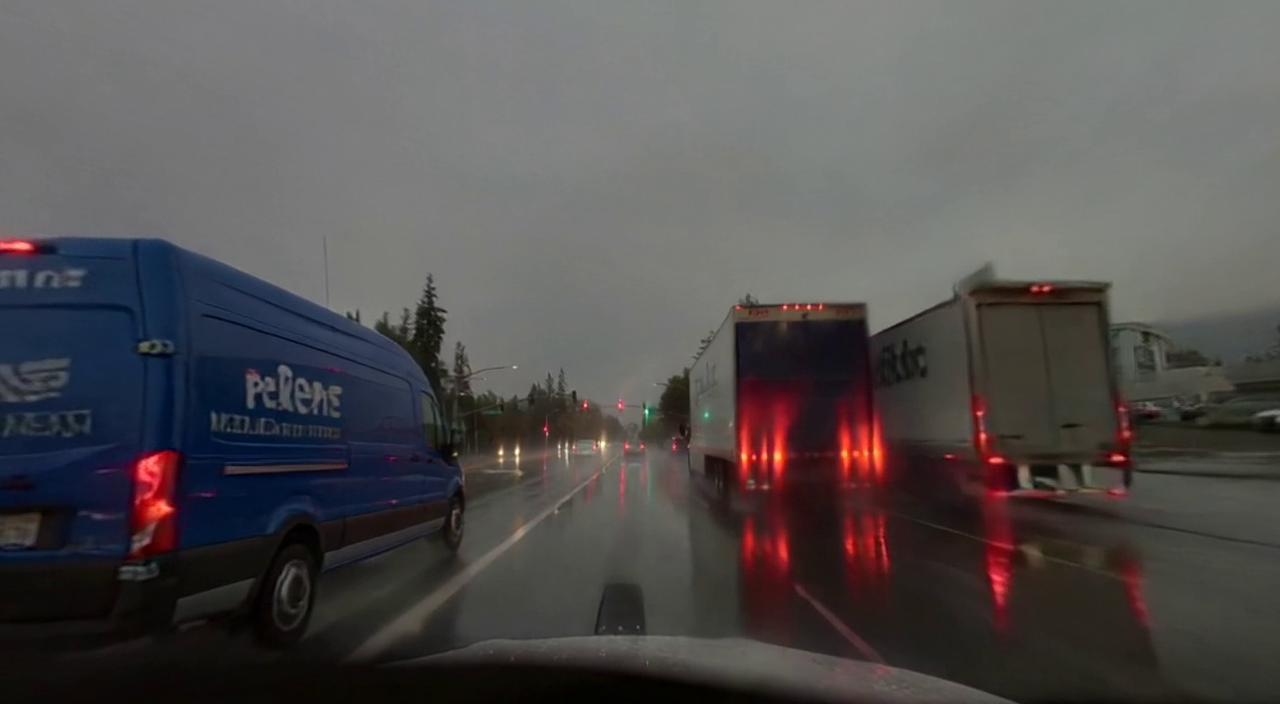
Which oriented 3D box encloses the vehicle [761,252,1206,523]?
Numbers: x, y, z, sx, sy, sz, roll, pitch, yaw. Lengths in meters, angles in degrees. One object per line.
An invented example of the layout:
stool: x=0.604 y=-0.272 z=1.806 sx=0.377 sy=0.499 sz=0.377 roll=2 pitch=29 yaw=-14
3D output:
vehicle: x=6.872 y=1.801 z=18.211 sx=2.941 sy=4.060 sz=16.879 roll=-4 pitch=-9 yaw=-1

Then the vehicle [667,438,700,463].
vehicle: x=2.909 y=6.698 z=43.038 sx=1.869 sy=1.616 sz=4.346 roll=0 pitch=-9 yaw=0

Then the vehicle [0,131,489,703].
vehicle: x=-3.509 y=0.849 z=5.945 sx=2.443 sy=2.784 sz=6.493 roll=0 pitch=-9 yaw=1

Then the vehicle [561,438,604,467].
vehicle: x=-3.701 y=6.579 z=41.579 sx=2.356 sy=1.766 sz=5.674 roll=0 pitch=-9 yaw=0

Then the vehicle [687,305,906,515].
vehicle: x=2.966 y=1.692 z=15.536 sx=2.861 sy=3.525 sz=9.858 roll=0 pitch=-9 yaw=0
